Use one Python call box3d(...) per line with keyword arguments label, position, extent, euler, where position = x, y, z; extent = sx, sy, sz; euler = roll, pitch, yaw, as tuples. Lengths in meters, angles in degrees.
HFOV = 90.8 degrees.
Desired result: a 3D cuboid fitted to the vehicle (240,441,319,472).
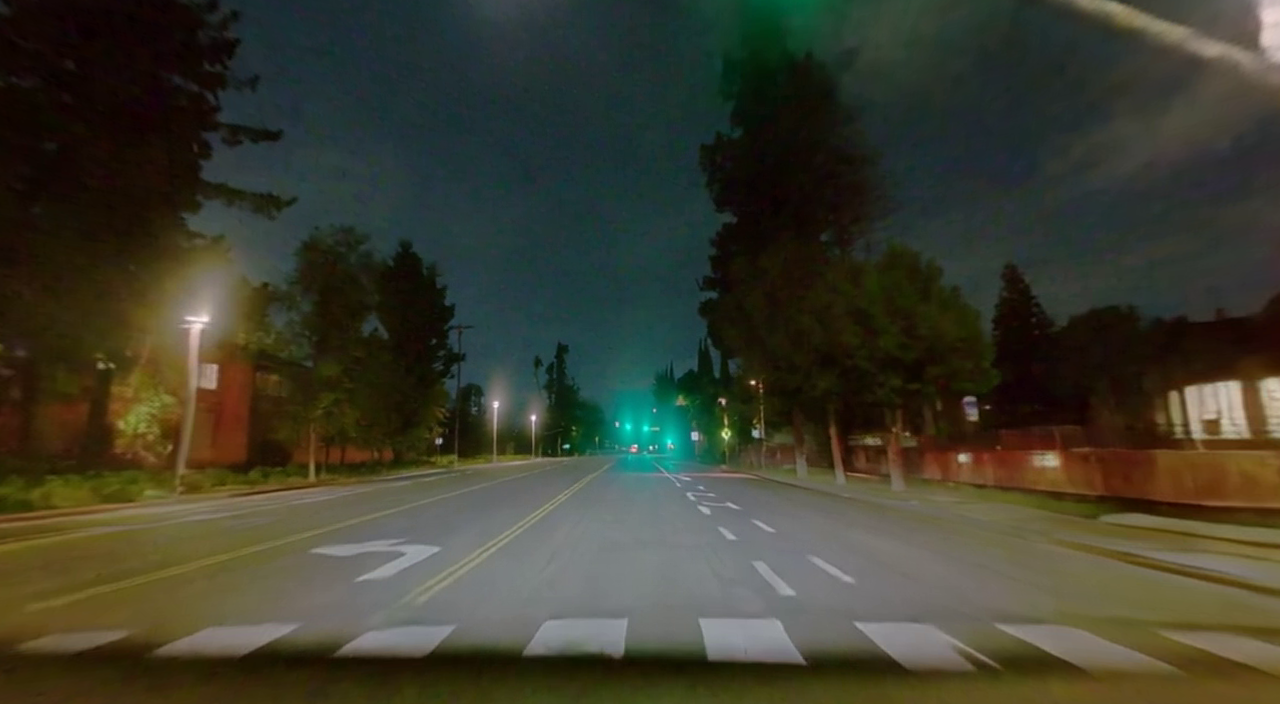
box3d(label="vehicle", position=(-23.490, 6.826, 41.508), extent=(2.192, 1.901, 5.889), euler=(1, -9, -6))
